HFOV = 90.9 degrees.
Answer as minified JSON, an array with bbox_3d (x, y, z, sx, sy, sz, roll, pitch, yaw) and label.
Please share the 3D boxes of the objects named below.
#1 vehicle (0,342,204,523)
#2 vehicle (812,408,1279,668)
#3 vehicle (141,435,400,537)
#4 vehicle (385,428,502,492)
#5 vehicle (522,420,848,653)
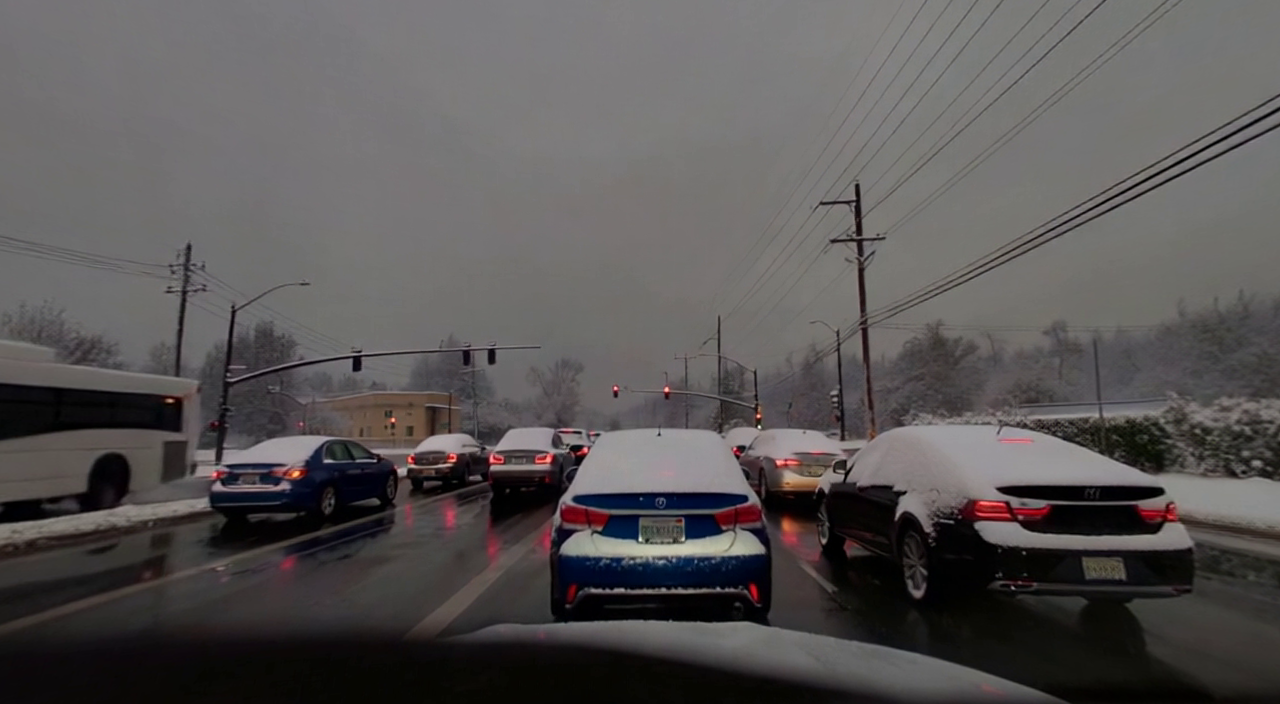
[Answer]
[{"bbox_3d":[-13.806,1.435,11.227,3.005,3.443,12.583,-1,-8,1],"label":"vehicle"},{"bbox_3d":[3.140,1.407,5.877,1.870,1.523,4.096,0,-8,0],"label":"vehicle"},{"bbox_3d":[-6.394,2.335,11.748,1.955,1.497,4.639,-1,-8,1],"label":"vehicle"},{"bbox_3d":[-6.255,3.514,20.894,2.070,1.824,5.196,-1,-8,2],"label":"vehicle"},{"bbox_3d":[0.289,1.493,6.155,2.109,1.483,3.964,0,-8,0],"label":"vehicle"}]
